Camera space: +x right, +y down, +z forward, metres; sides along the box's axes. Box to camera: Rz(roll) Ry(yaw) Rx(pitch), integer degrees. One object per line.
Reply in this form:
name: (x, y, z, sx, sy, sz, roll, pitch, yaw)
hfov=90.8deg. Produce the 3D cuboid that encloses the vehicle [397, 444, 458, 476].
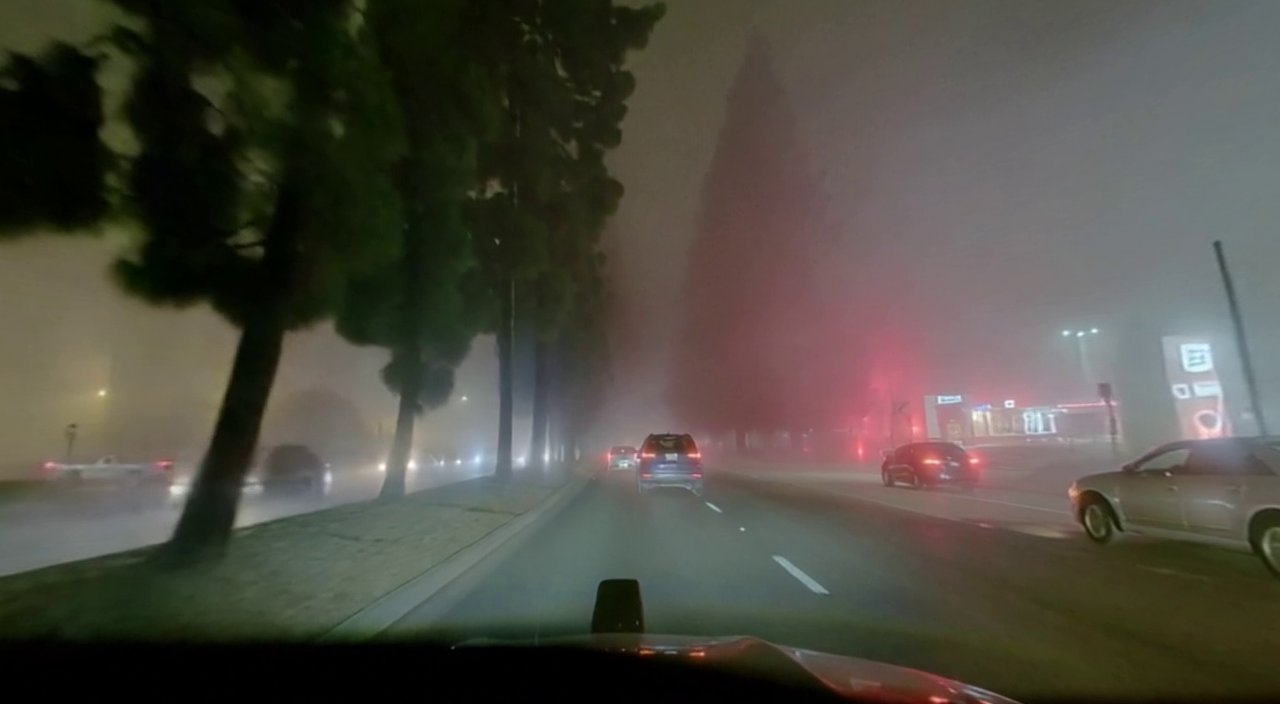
vehicle: (-12.317, 6.280, 36.975, 2.054, 1.749, 4.443, 0, -8, -1)

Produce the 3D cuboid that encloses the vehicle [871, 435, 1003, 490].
vehicle: (9.106, 3.397, 19.862, 1.894, 1.517, 4.419, 0, -8, -1)

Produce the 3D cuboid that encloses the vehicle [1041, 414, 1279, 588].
vehicle: (6.525, 1.428, 6.407, 1.994, 1.488, 4.313, 0, -8, -1)

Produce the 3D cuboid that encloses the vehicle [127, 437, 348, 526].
vehicle: (-8.895, 2.852, 14.599, 2.196, 1.717, 4.453, 0, -8, -1)

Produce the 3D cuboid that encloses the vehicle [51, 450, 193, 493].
vehicle: (-26.027, 5.942, 31.779, 5.966, 1.957, 2.305, -2, -9, 15)

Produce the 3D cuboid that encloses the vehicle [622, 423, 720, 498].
vehicle: (0.706, 3.096, 18.458, 2.300, 1.870, 4.936, 0, -8, -4)

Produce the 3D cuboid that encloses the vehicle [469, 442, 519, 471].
vehicle: (-9.348, 6.718, 40.897, 2.104, 1.778, 4.520, 0, -8, 0)
